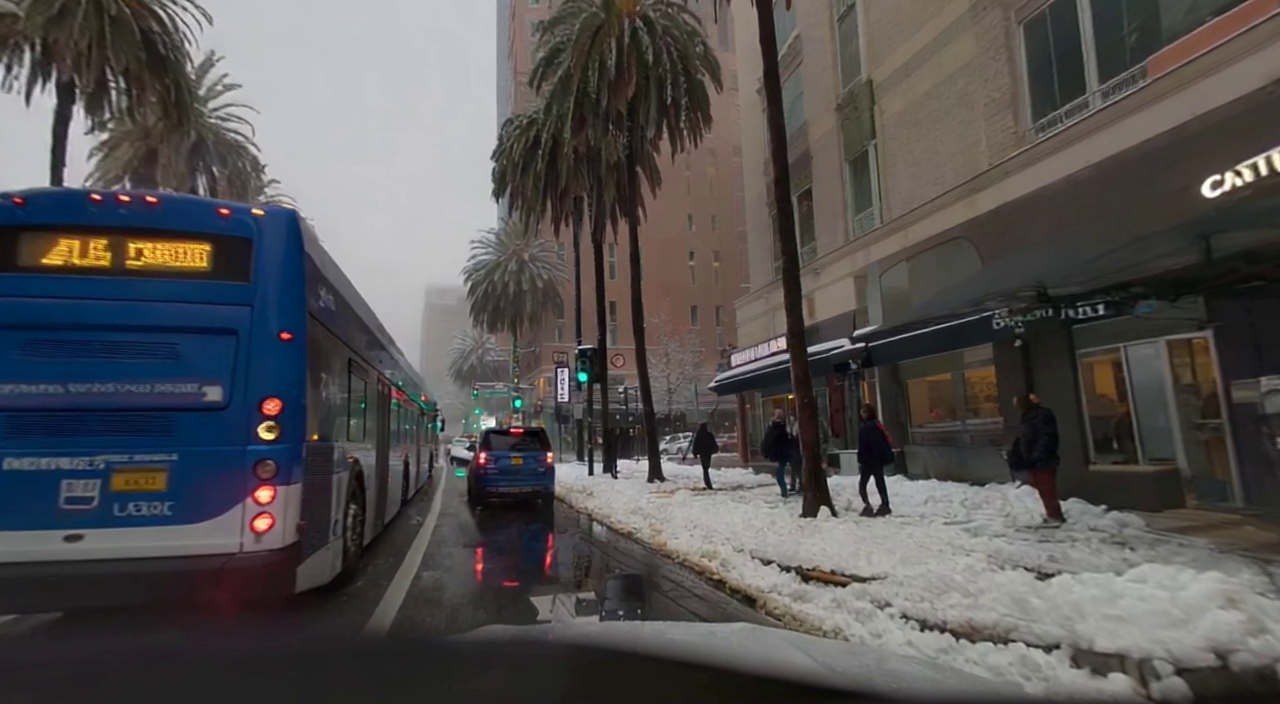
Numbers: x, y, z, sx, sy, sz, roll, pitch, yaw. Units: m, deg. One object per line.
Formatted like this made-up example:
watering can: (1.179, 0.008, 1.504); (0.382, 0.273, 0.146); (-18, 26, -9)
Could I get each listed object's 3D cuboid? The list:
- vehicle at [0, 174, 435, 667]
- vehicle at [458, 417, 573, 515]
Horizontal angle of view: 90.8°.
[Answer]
vehicle: (-5.127, 1.228, 9.850); (2.863, 3.233, 11.573); (2, -9, -14)
vehicle: (-3.044, 2.588, 14.769); (2.002, 1.907, 4.211); (3, -9, -19)
